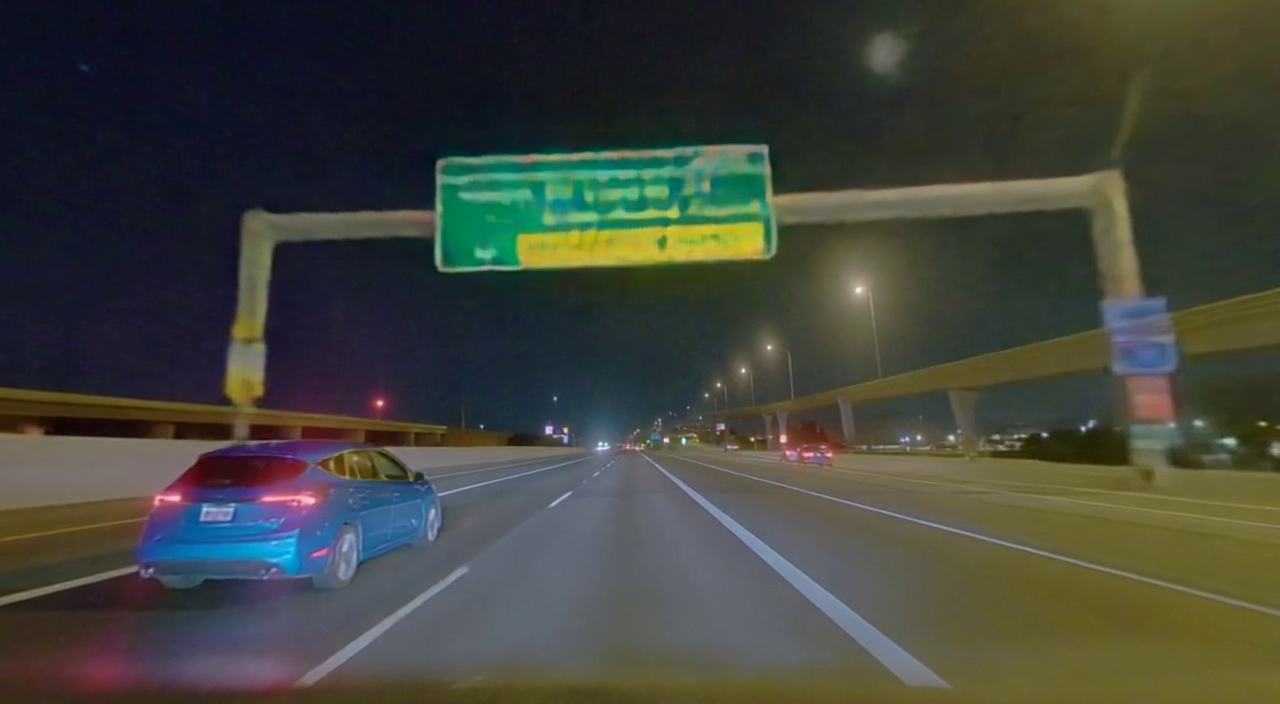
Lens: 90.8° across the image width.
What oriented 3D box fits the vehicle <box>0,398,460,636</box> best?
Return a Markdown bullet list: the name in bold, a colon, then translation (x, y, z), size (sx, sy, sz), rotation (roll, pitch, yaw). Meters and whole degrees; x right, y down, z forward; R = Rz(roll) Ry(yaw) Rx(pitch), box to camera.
- **vehicle**: translation (-3.650, 1.509, 6.788), size (2.178, 1.699, 4.321), rotation (0, -8, 0)
